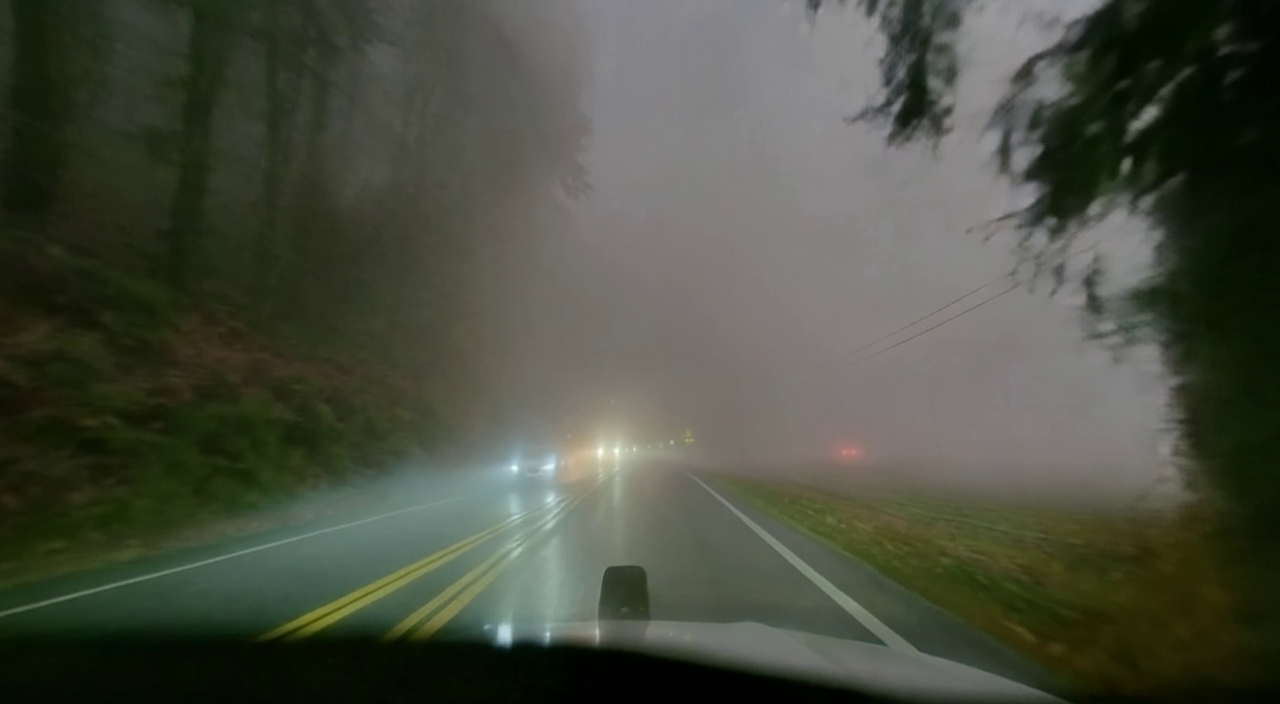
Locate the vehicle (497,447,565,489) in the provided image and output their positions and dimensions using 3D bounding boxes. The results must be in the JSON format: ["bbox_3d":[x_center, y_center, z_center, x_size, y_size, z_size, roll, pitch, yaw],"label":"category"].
[{"bbox_3d":[-4.111,4.426,24.339,1.816,1.473,3.689,-1,-9,2],"label":"vehicle"}]
